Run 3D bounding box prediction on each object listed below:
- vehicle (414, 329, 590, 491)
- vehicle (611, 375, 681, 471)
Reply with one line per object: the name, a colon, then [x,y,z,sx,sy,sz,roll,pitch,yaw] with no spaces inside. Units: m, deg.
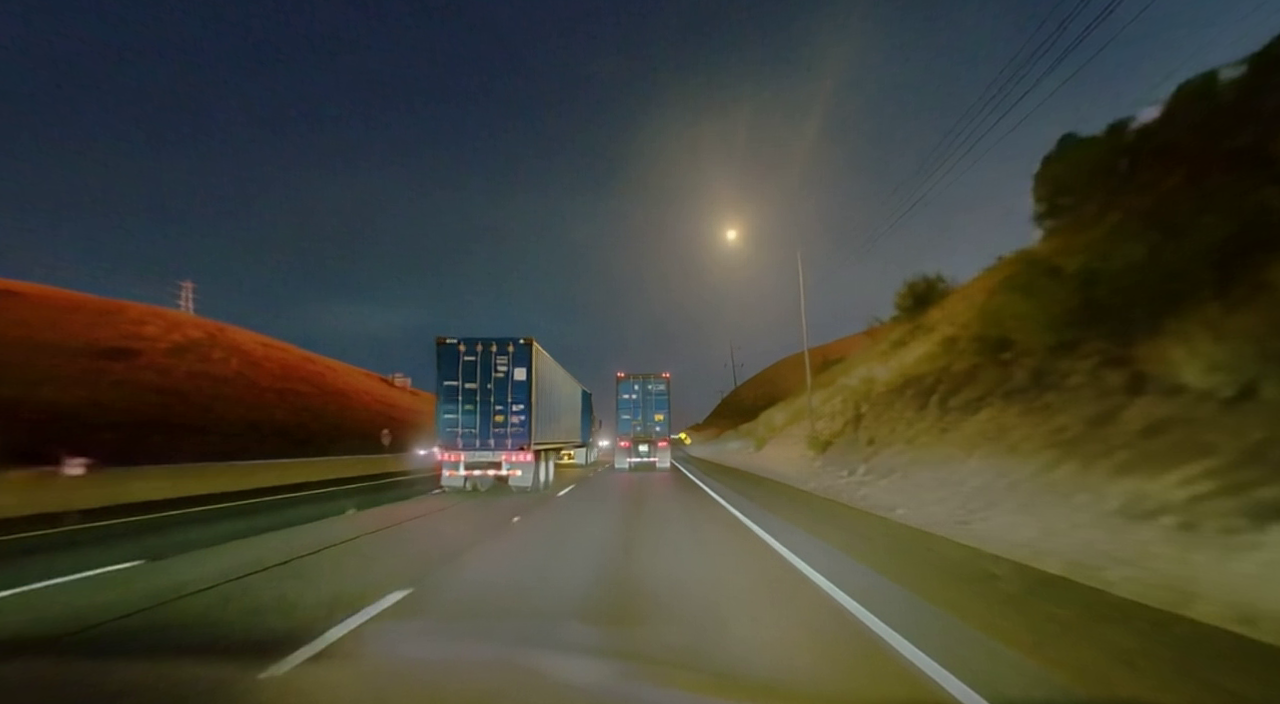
vehicle: [-4.004,2.411,22.737,3.065,4.105,13.706,0,-8,1]
vehicle: [0.121,3.862,32.882,3.006,4.120,11.586,0,-8,-1]
